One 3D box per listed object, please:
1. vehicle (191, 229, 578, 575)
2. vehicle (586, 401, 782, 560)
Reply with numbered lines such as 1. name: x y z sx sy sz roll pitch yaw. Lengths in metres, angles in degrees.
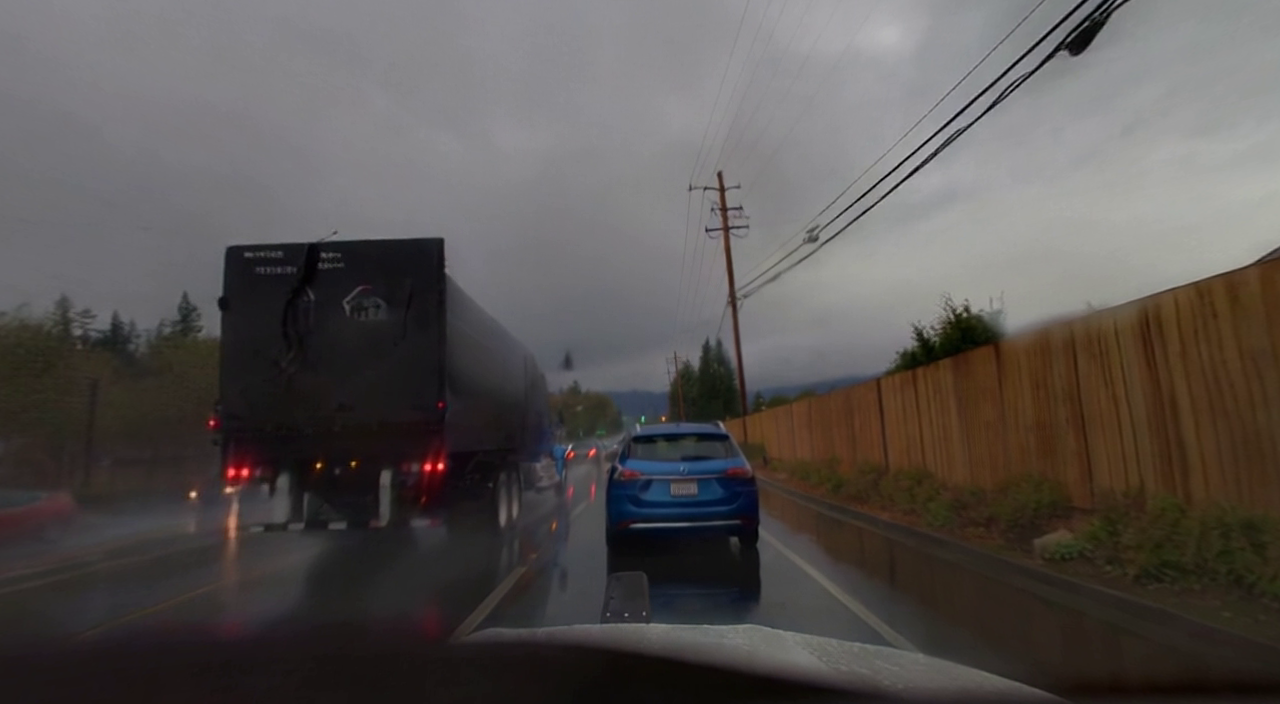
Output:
1. vehicle: -3.071 1.126 11.138 2.928 3.658 8.980 0 -9 1
2. vehicle: 0.464 1.738 9.126 2.174 1.749 4.113 0 -9 -1
